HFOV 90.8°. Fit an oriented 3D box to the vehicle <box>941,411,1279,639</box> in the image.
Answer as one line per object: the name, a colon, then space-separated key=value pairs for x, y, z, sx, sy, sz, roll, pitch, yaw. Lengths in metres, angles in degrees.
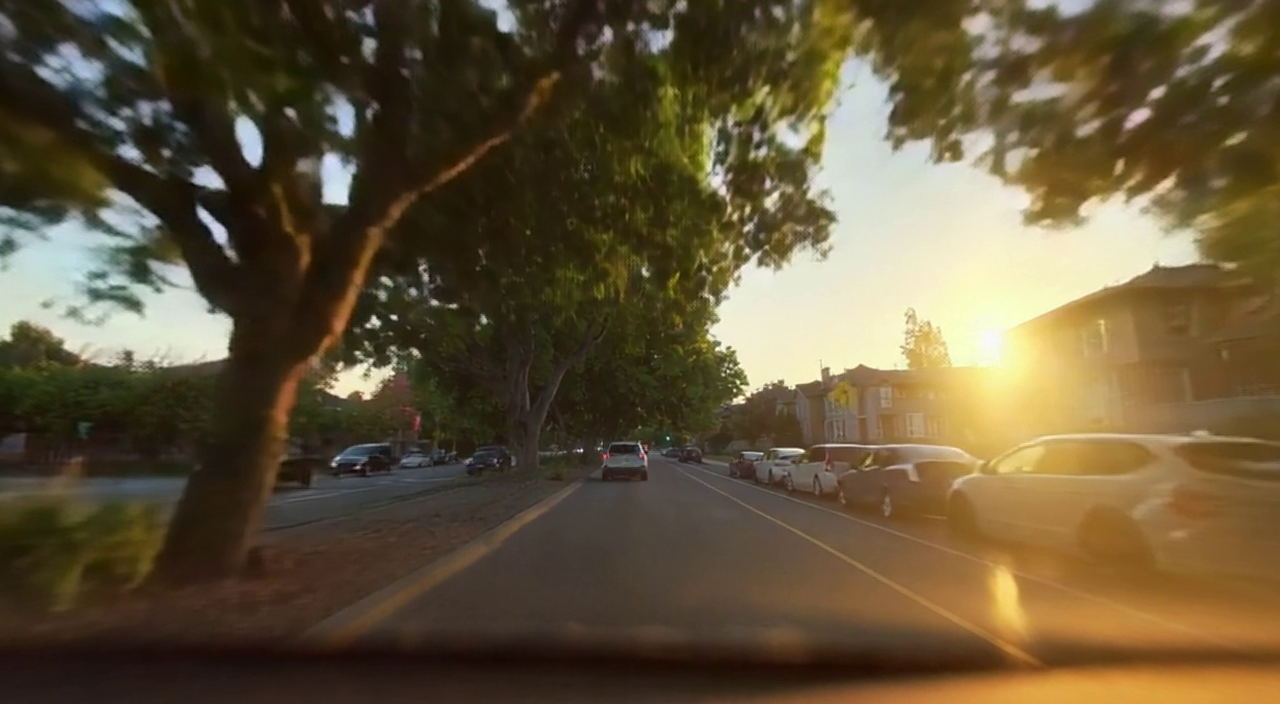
vehicle: x=5.672 y=1.714 z=7.354 sx=2.053 sy=1.799 sz=4.446 roll=0 pitch=-8 yaw=-1

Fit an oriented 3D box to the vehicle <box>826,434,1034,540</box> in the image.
vehicle: x=5.536 y=2.599 z=12.886 sx=1.996 sy=1.738 sz=4.496 roll=0 pitch=-8 yaw=-2

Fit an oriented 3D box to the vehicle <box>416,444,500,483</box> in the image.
vehicle: x=-7.548 y=4.673 z=26.825 sx=2.105 sy=1.474 sz=4.808 roll=0 pitch=-8 yaw=0

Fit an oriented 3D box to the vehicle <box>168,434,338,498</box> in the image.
vehicle: x=-11.924 y=3.530 z=20.045 sx=2.020 sy=1.754 sz=5.185 roll=0 pitch=-8 yaw=1

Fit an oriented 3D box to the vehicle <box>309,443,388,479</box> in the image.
vehicle: x=-15.887 y=5.950 z=34.732 sx=2.038 sy=1.813 sz=4.764 roll=0 pitch=-9 yaw=1

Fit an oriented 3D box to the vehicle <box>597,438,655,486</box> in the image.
vehicle: x=-0.530 y=4.226 z=24.615 sx=2.070 sy=1.698 sz=3.925 roll=0 pitch=-8 yaw=0
